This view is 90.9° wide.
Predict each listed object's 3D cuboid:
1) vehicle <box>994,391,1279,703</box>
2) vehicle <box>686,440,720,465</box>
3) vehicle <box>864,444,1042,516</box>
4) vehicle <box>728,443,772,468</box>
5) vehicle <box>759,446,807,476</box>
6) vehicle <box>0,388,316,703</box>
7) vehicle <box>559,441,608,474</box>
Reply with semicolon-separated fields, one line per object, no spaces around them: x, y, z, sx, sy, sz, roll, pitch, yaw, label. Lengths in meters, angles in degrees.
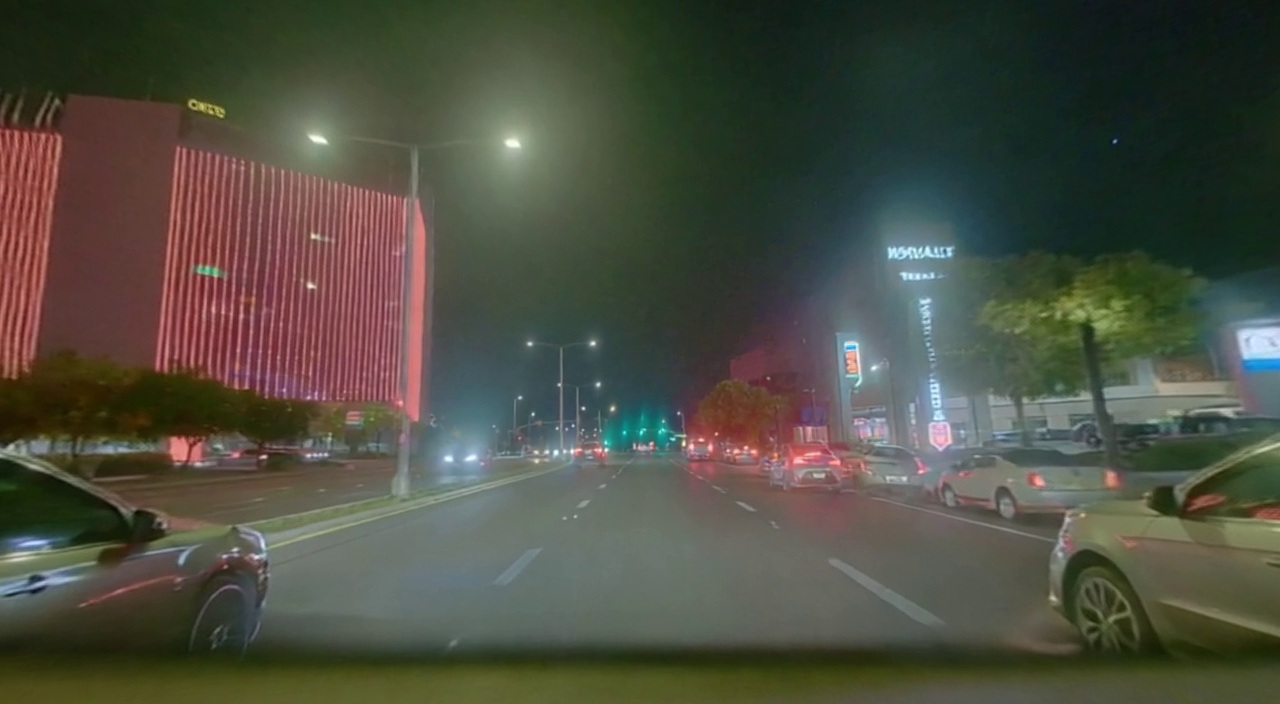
3.315;0.823;1.809;1.981;1.499;4.536;0;-8;1;vehicle
4.487;7.268;45.636;2.007;1.683;4.171;0;-8;-1;vehicle
7.377;3.021;15.513;1.976;1.469;4.576;0;-8;-1;vehicle
7.535;7.135;43.664;1.918;1.598;4.536;0;-8;-4;vehicle
7.543;5.764;33.559;1.654;1.440;3.647;0;-8;-1;vehicle
-3.328;0.831;1.788;2.155;1.504;4.776;-1;-8;2;vehicle
-2.737;5.210;31.384;1.917;1.511;4.436;-1;-8;1;vehicle
